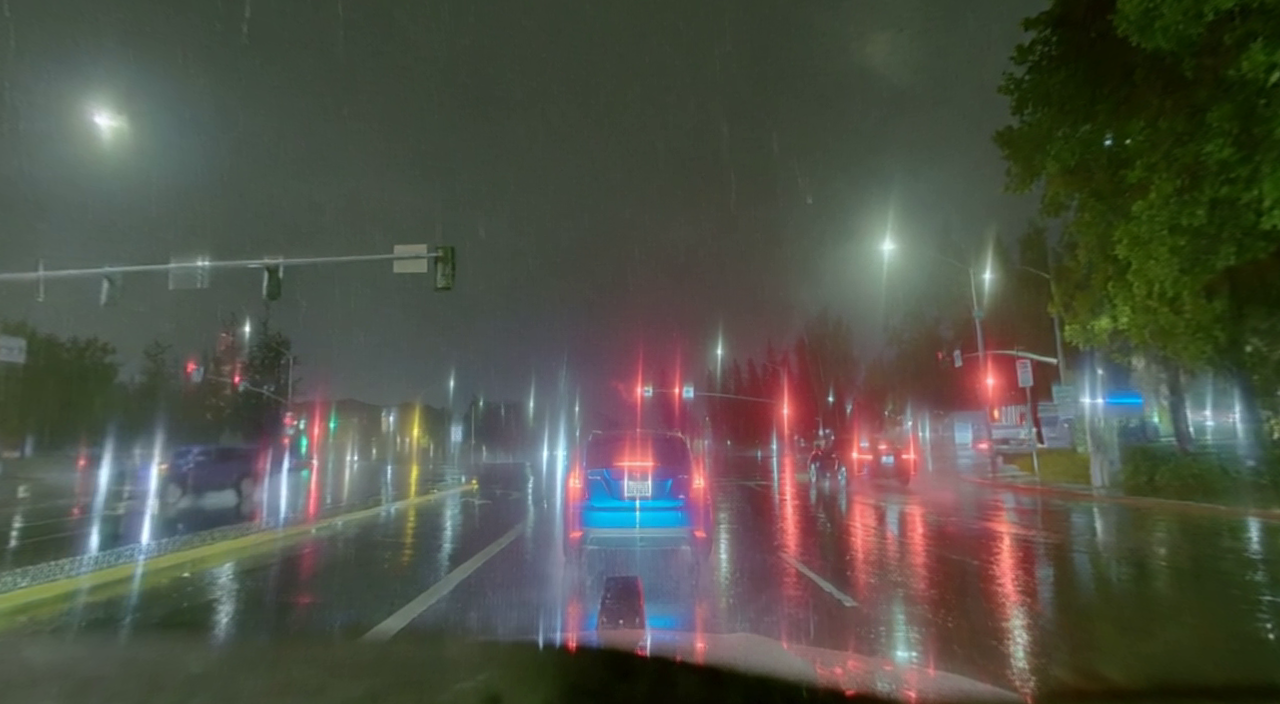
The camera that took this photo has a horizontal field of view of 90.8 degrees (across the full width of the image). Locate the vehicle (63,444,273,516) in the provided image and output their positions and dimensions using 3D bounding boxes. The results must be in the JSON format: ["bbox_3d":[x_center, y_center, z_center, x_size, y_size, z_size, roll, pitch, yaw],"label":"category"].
[{"bbox_3d":[-12.740,3.431,17.565,2.097,1.710,4.649,-1,-9,3],"label":"vehicle"}]

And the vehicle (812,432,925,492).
[{"bbox_3d":[7.061,3.434,20.072,2.039,1.692,4.319,0,-8,1],"label":"vehicle"}]

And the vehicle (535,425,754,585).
[{"bbox_3d":[-0.017,1.764,8.149,2.070,1.488,4.206,0,-8,-2],"label":"vehicle"}]

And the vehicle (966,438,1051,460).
[{"bbox_3d":[25.503,6.720,43.829,4.563,1.454,2.056,0,-8,-2],"label":"vehicle"}]
